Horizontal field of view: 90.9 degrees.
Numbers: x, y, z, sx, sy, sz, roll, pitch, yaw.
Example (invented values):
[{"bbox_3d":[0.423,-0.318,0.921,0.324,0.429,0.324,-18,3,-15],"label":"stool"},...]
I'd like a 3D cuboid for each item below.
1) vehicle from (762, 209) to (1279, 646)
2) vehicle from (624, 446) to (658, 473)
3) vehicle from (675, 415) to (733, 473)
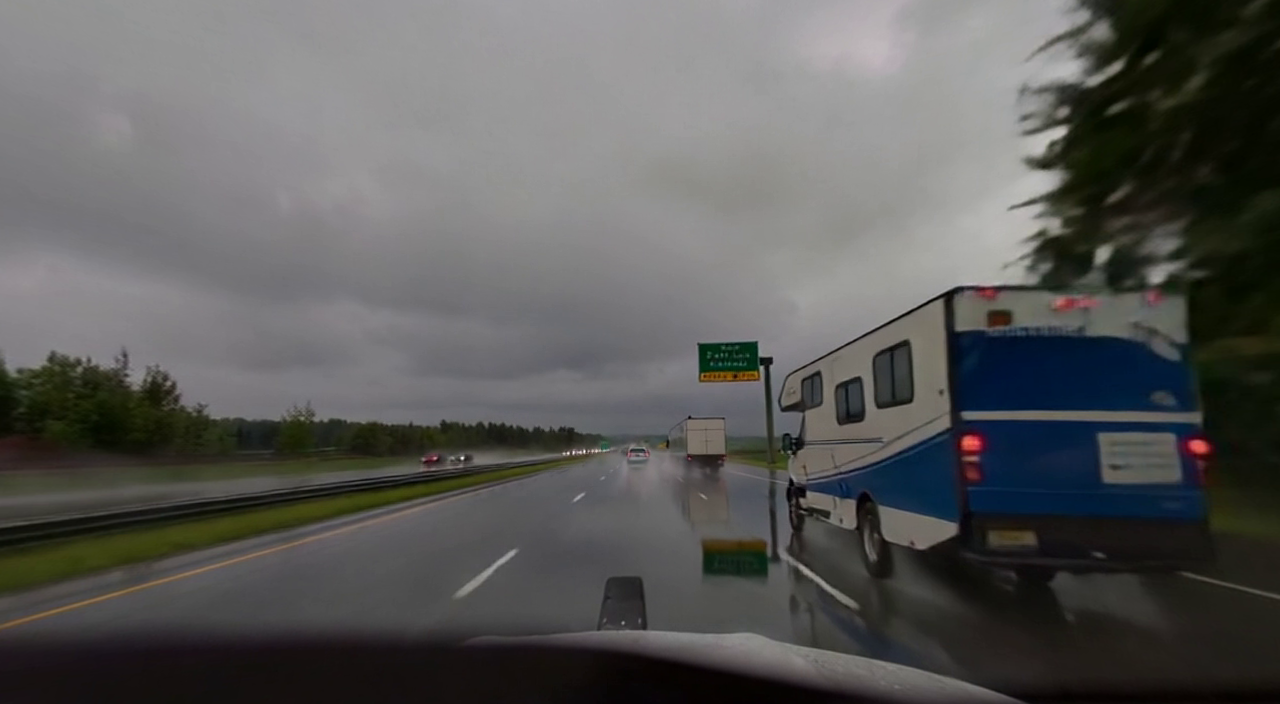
[{"bbox_3d":[3.732,1.020,8.003,2.698,3.001,7.323,0,-9,-1],"label":"vehicle"},{"bbox_3d":[0.060,7.039,41.482,2.151,1.678,3.923,0,-9,0],"label":"vehicle"},{"bbox_3d":[4.184,6.313,43.121,2.931,3.530,8.760,0,-9,-1],"label":"vehicle"}]
